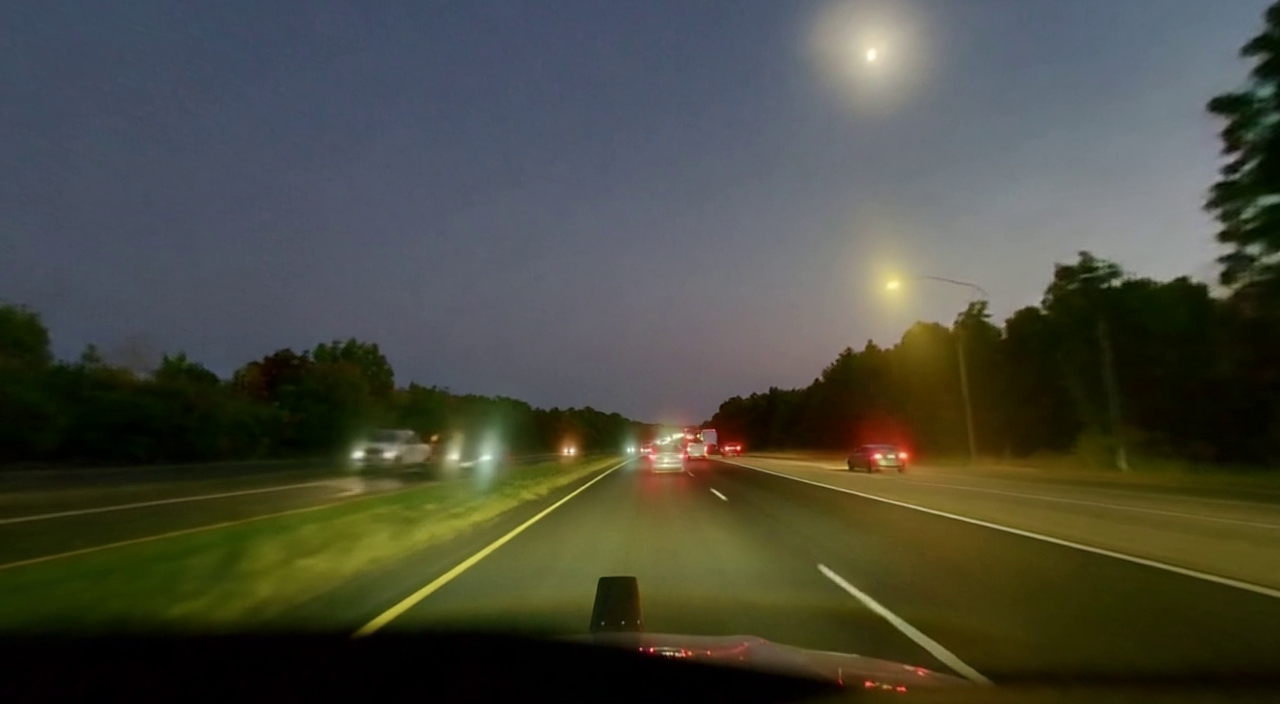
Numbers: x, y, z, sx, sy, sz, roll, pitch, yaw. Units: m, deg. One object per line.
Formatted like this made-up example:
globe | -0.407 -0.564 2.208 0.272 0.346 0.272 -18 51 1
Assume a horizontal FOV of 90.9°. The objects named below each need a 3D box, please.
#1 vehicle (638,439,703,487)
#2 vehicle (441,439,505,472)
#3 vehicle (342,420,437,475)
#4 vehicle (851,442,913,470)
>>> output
vehicle | 0.958 3.804 21.915 2.053 1.483 4.185 0 -9 0
vehicle | -8.486 5.304 32.468 1.934 1.600 4.501 0 -9 1
vehicle | -12.770 4.956 32.746 2.363 2.584 5.888 0 -9 1
vehicle | 13.806 5.944 36.113 1.926 1.483 3.528 1 -9 -4
